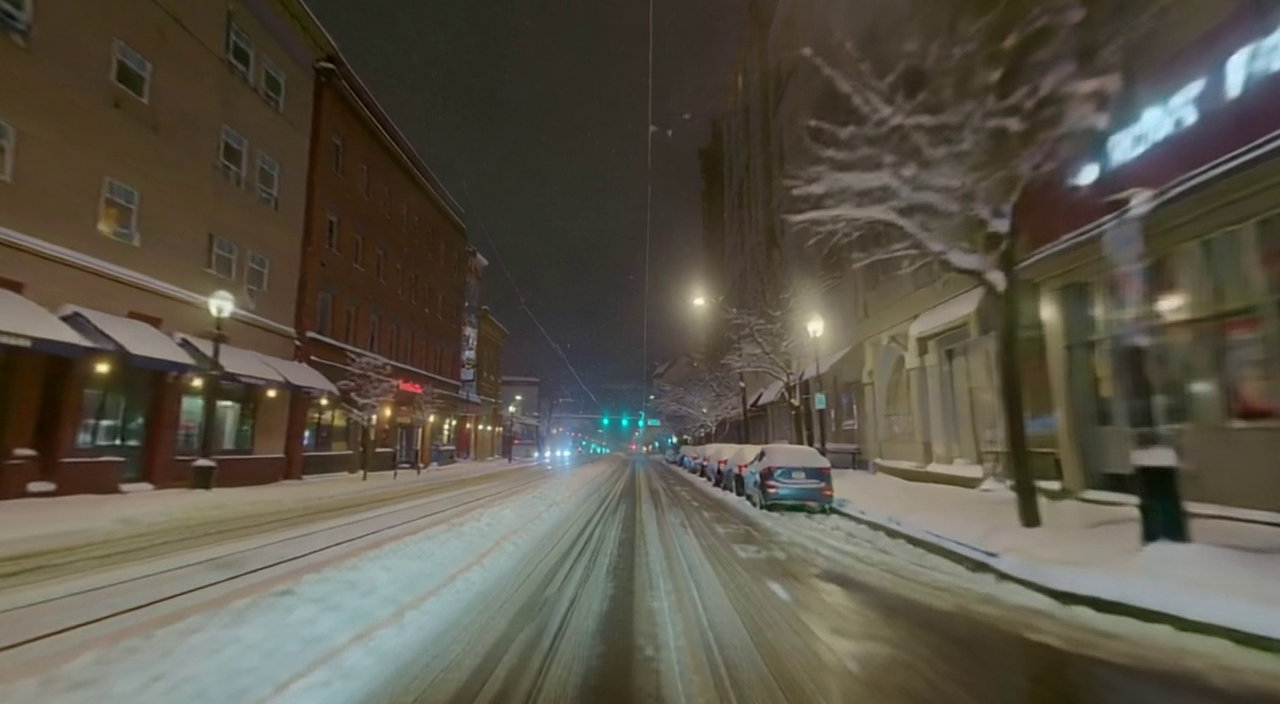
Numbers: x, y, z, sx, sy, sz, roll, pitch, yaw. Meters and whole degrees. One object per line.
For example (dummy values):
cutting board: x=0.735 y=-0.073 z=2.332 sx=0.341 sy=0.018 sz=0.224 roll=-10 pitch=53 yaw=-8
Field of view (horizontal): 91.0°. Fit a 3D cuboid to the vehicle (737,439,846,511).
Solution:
vehicle: x=3.593 y=2.964 z=15.632 sx=1.819 sy=1.546 sz=3.681 roll=0 pitch=-8 yaw=1
